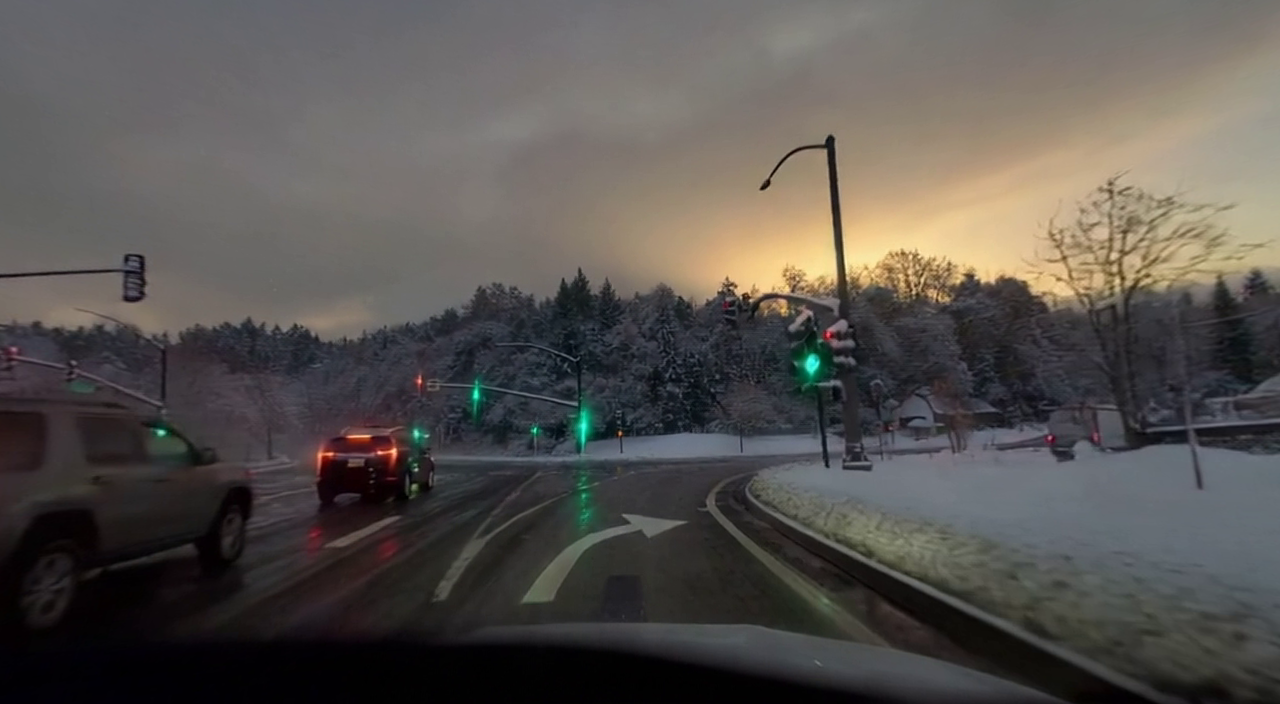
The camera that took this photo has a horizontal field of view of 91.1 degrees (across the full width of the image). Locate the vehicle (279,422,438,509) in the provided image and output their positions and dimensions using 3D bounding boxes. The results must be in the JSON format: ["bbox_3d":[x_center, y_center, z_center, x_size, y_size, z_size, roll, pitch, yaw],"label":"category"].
[{"bbox_3d":[-6.081,2.489,14.218,2.024,1.655,4.301,1,-8,-7],"label":"vehicle"}]

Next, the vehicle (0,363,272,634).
[{"bbox_3d":[-5.596,1.215,5.728,2.152,1.822,4.391,1,-8,-6],"label":"vehicle"}]

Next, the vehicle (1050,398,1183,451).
[{"bbox_3d":[26.813,4.136,35.402,6.269,2.785,2.334,2,-9,-14],"label":"vehicle"}]
